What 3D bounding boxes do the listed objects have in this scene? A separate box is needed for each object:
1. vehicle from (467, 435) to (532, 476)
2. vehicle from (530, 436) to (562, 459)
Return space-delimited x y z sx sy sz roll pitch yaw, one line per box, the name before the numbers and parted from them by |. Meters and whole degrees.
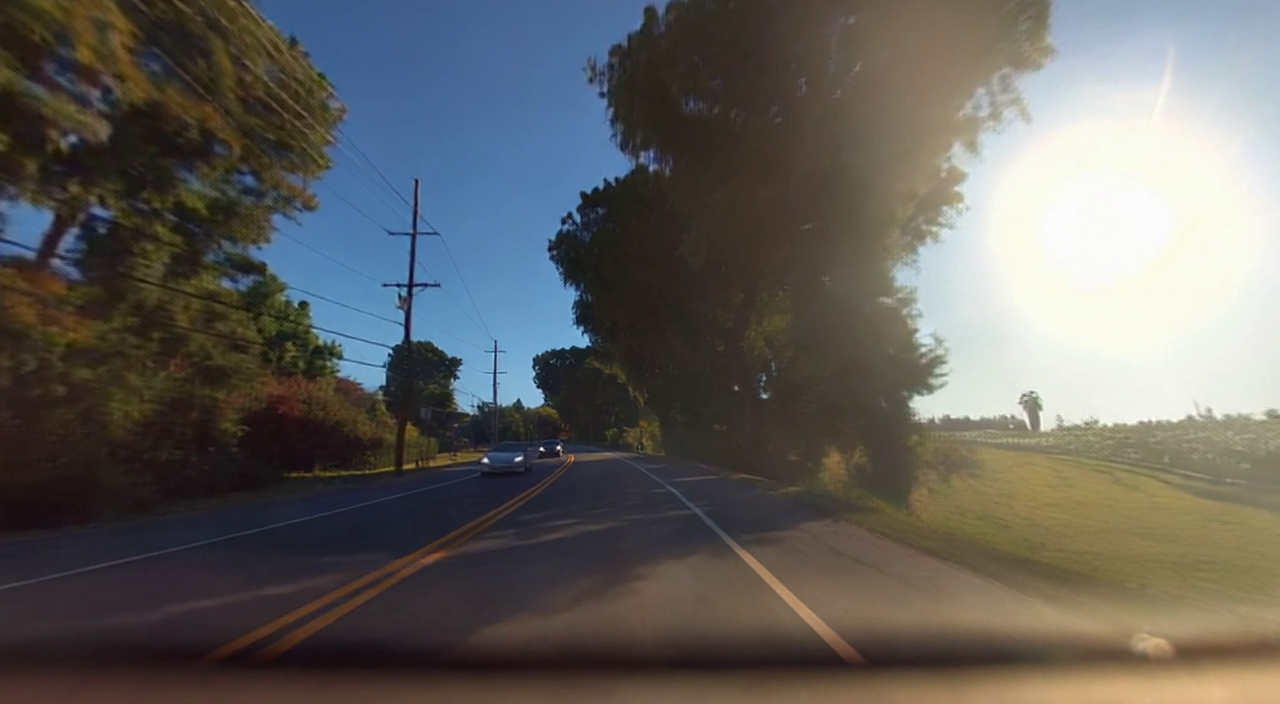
vehicle | -6.237 4.630 28.591 2.143 1.694 4.326 1 -8 -3
vehicle | -7.183 7.341 48.785 2.165 1.648 4.605 1 -8 -6
